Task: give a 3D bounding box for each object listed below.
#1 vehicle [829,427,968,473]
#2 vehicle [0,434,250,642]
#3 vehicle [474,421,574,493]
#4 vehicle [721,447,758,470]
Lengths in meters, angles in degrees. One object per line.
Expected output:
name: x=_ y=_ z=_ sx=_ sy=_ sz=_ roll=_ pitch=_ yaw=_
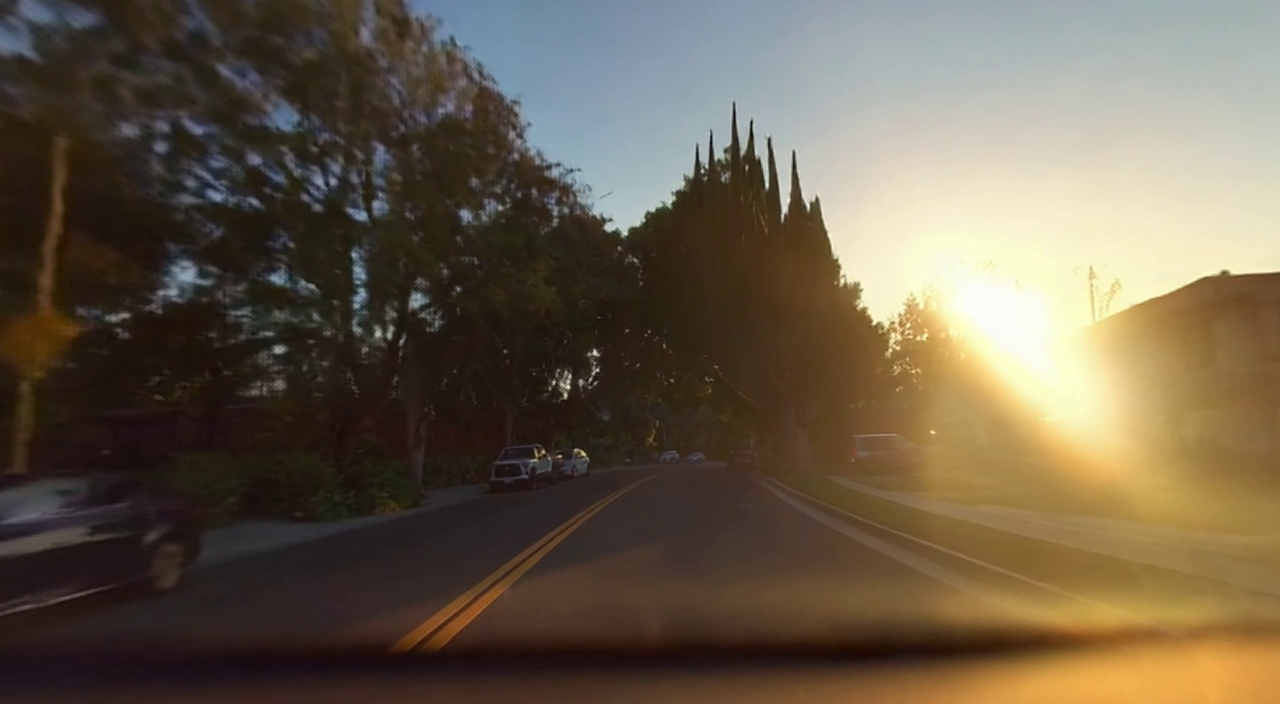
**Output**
vehicle: x=11.382 y=4.386 z=28.234 sx=5.325 sy=1.939 sz=2.150 roll=-2 pitch=-9 yaw=11
vehicle: x=-5.936 y=1.718 z=5.809 sx=2.005 sy=1.557 sz=4.172 roll=-3 pitch=-14 yaw=0
vehicle: x=-4.511 y=4.442 z=25.741 sx=2.334 sy=2.126 sz=6.444 roll=-5 pitch=-15 yaw=5
vehicle: x=6.589 y=6.948 z=41.475 sx=1.948 sy=1.408 sz=4.345 roll=-3 pitch=-9 yaw=14
